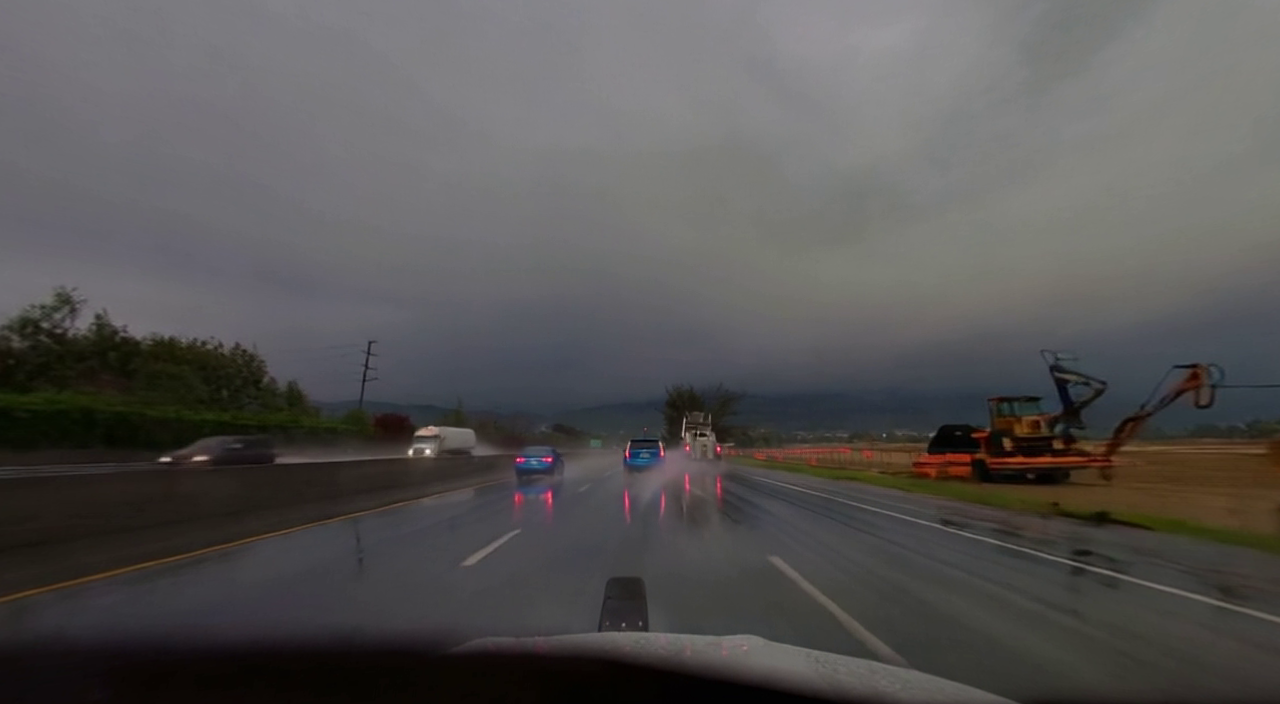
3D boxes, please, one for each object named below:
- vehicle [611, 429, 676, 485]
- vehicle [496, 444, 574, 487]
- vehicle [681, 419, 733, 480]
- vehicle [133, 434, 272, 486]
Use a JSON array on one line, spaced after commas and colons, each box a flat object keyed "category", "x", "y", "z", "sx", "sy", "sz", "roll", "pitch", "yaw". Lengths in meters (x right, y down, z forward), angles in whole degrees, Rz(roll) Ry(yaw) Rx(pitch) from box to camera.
[{"category": "vehicle", "x": 0.133, "y": 4.089, "z": 24.868, "sx": 2.308, "sy": 1.993, "sz": 4.631, "roll": 0, "pitch": -8, "yaw": 1}, {"category": "vehicle", "x": -3.872, "y": 4.247, "z": 23.980, "sx": 2.096, "sy": 1.469, "sz": 4.319, "roll": 0, "pitch": -8, "yaw": 2}, {"category": "vehicle", "x": 4.533, "y": 6.869, "z": 44.751, "sx": 2.793, "sy": 3.828, "sz": 9.580, "roll": 0, "pitch": -9, "yaw": 1}, {"category": "vehicle", "x": -17.616, "y": 4.351, "z": 25.787, "sx": 1.992, "sy": 1.886, "sz": 5.013, "roll": 0, "pitch": -8, "yaw": 1}]
